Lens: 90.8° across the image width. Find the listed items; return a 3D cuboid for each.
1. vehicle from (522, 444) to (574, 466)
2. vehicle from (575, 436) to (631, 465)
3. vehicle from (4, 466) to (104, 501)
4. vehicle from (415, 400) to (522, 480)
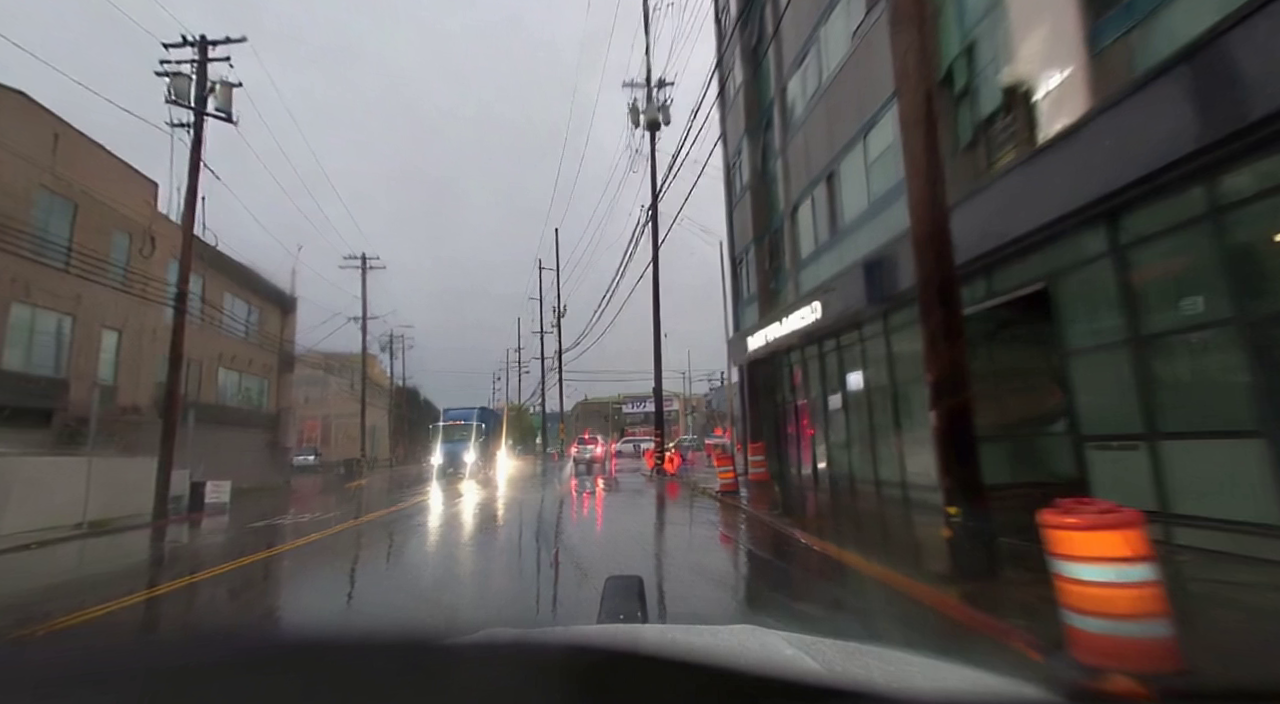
[{"bbox_3d":[-6.986,7.862,48.430,2.103,1.526,4.743,-3,-8,17],"label":"vehicle"},{"bbox_3d":[-2.413,6.694,43.111,2.256,1.859,5.118,-3,-8,15],"label":"vehicle"},{"bbox_3d":[-35.643,7.993,38.518,4.158,1.736,1.971,-3,-7,0],"label":"vehicle"},{"bbox_3d":[-9.323,5.032,36.096,3.007,3.800,11.011,0,-8,0],"label":"vehicle"}]
